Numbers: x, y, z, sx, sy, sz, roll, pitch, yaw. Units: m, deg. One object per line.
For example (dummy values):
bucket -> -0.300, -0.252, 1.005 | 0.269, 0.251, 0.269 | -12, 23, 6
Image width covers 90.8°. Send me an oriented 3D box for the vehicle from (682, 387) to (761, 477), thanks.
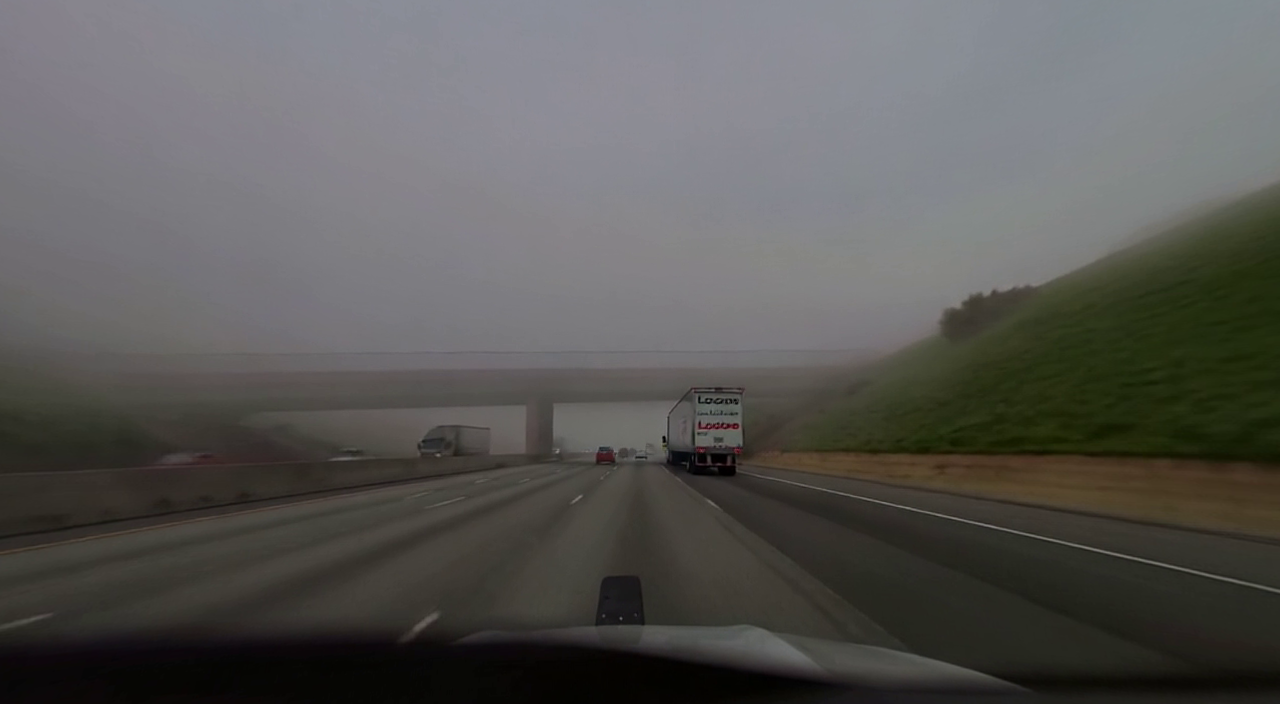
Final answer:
vehicle -> 3.908, 4.213, 32.486 | 2.885, 3.992, 8.526 | 0, -9, 0
